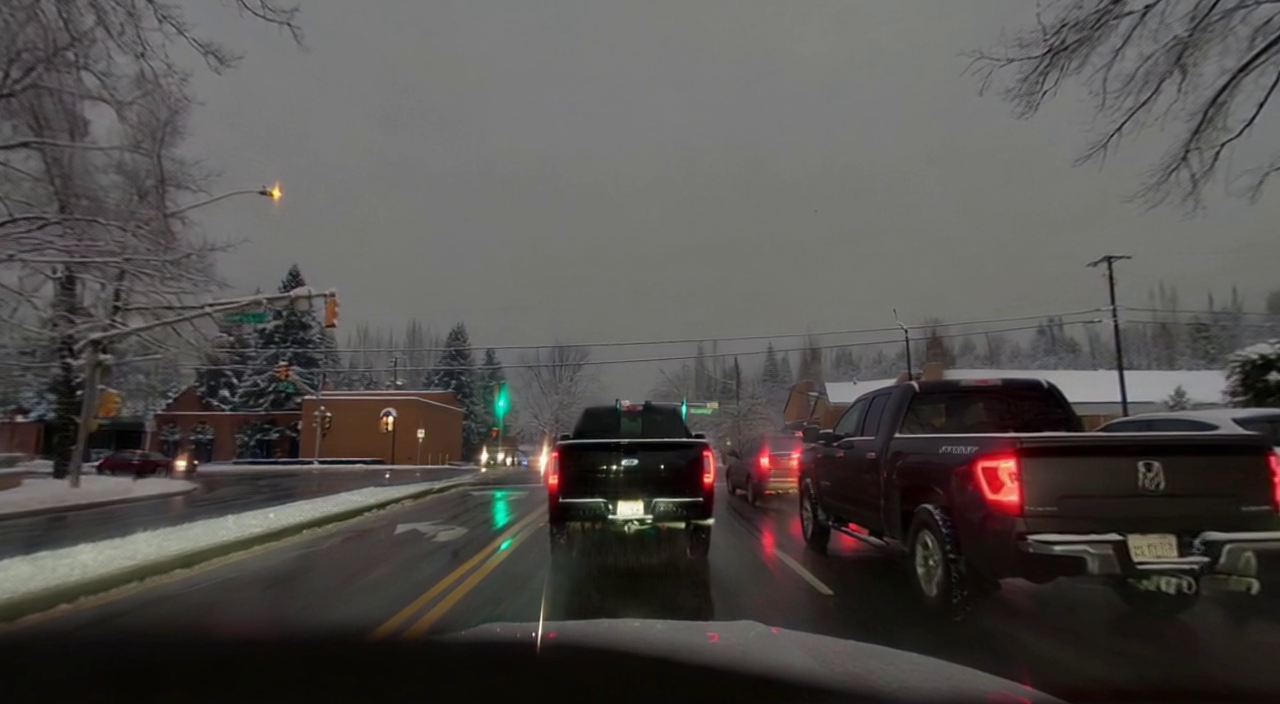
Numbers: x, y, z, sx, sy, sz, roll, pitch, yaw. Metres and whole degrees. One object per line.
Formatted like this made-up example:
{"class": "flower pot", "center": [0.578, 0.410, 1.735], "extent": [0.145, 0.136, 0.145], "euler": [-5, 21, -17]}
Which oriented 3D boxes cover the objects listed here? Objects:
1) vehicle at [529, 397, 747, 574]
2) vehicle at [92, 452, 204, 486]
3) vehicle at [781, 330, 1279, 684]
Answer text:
{"class": "vehicle", "center": [-0.075, 1.751, 9.102], "extent": [2.240, 1.821, 5.001], "euler": [0, -9, -1]}
{"class": "vehicle", "center": [-26.483, 6.265, 34.209], "extent": [4.437, 1.669, 1.936], "euler": [5, -10, -30]}
{"class": "vehicle", "center": [3.323, 1.261, 6.398], "extent": [2.412, 1.953, 5.682], "euler": [0, -9, -1]}
